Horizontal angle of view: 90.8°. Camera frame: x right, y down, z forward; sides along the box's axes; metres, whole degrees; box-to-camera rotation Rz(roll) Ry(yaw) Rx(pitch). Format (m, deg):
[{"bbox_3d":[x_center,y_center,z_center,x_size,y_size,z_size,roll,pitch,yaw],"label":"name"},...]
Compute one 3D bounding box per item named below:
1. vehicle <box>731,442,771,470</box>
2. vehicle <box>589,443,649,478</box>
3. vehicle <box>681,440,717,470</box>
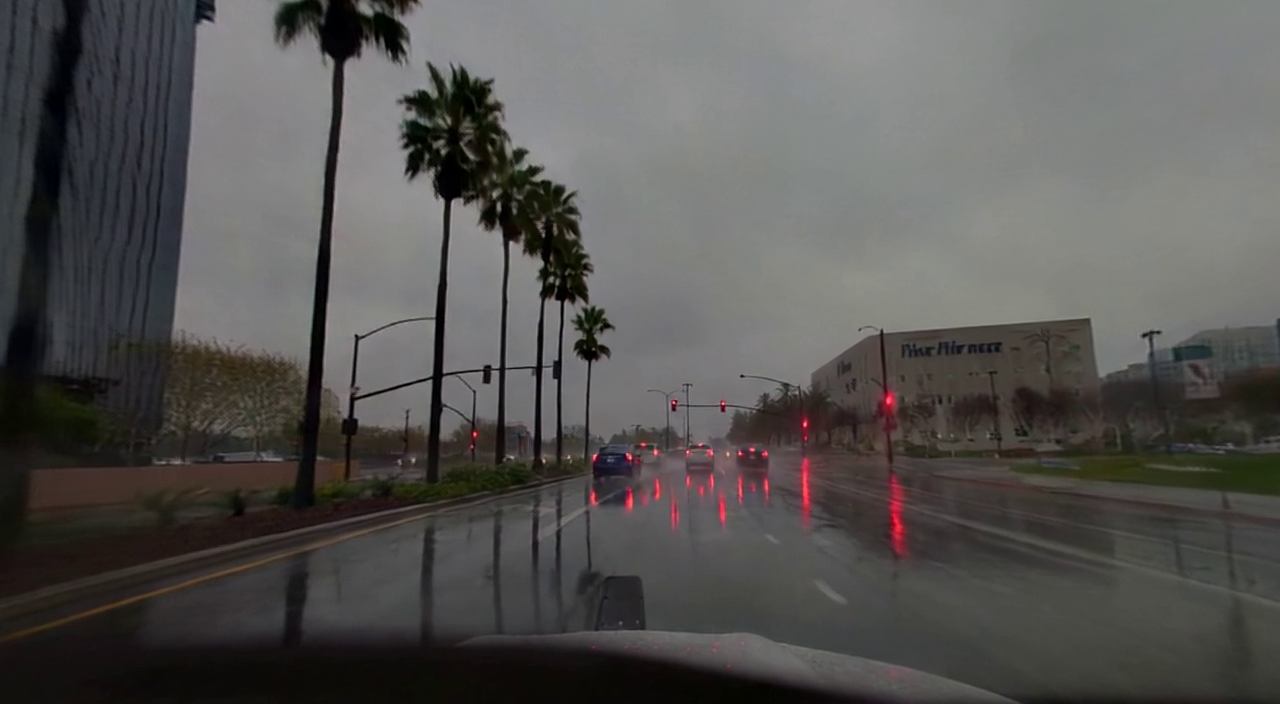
[{"bbox_3d":[6.449,6.079,37.012,1.936,1.567,3.896,-1,-9,4],"label":"vehicle"},{"bbox_3d":[-0.866,4.921,28.962,1.962,1.480,4.605,-1,-9,8],"label":"vehicle"},{"bbox_3d":[3.694,6.316,38.951,2.060,1.730,4.257,-1,-9,7],"label":"vehicle"}]
